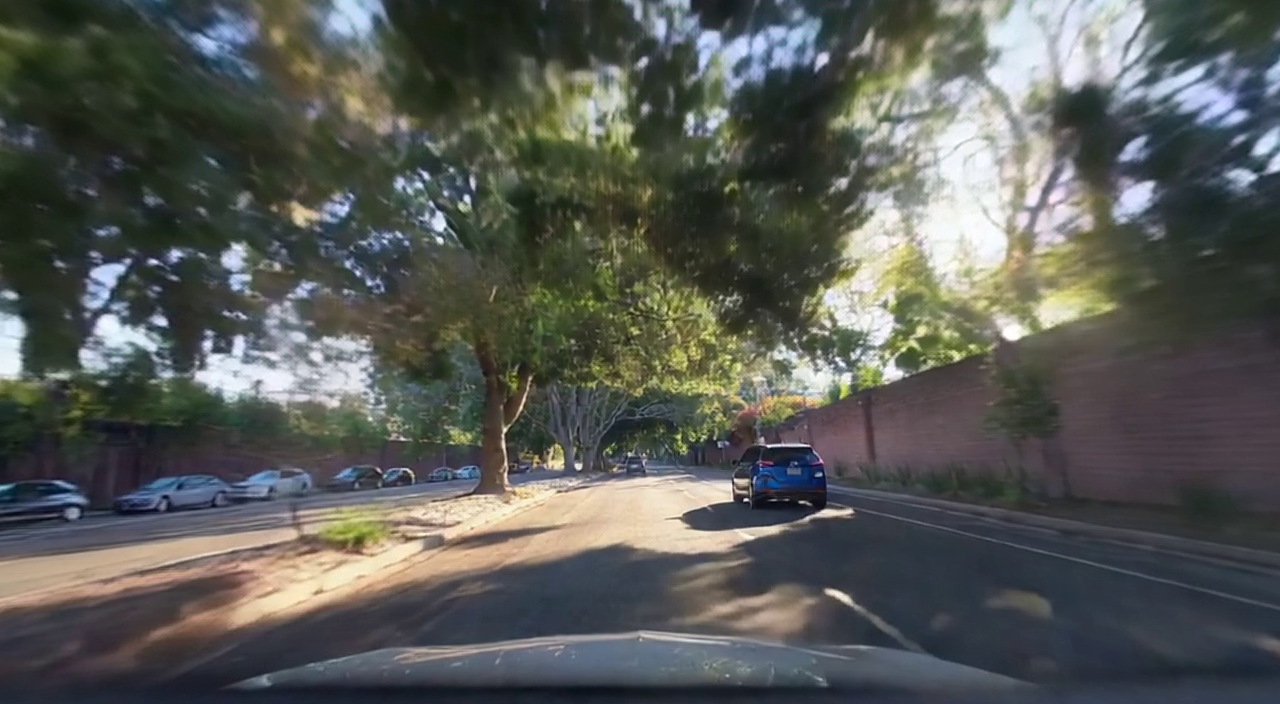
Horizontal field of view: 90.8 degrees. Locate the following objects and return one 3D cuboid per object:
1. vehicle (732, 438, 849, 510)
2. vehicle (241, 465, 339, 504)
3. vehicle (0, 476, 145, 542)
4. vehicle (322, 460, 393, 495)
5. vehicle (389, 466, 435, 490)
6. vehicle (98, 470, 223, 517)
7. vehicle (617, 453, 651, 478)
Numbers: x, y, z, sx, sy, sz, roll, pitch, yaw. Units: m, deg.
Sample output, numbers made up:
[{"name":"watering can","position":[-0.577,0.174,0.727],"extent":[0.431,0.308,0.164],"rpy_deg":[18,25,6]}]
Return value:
[{"name":"vehicle","position":[4.080,3.409,18.004],"extent":[2.155,1.752,4.456],"rpy_deg":[0,-9,-1]},{"name":"vehicle","position":[-17.342,6.568,31.642],"extent":[2.184,1.697,4.826],"rpy_deg":[-1,-9,0]},{"name":"vehicle","position":[-17.026,4.418,18.181],"extent":[1.840,1.475,4.497],"rpy_deg":[-1,-9,0]},{"name":"vehicle","position":[-17.524,7.815,39.529],"extent":[2.352,1.857,4.893],"rpy_deg":[-3,-10,-2]},{"name":"vehicle","position":[-17.040,9.443,47.493],"extent":[1.933,1.494,4.259],"rpy_deg":[-1,-9,-1]},{"name":"vehicle","position":[-21.568,6.326,28.711],"extent":[1.928,1.740,4.809],"rpy_deg":[-1,-9,-1]},{"name":"vehicle","position":[-0.424,8.368,46.712],"extent":[2.391,1.739,3.837],"rpy_deg":[0,-9,0]}]
